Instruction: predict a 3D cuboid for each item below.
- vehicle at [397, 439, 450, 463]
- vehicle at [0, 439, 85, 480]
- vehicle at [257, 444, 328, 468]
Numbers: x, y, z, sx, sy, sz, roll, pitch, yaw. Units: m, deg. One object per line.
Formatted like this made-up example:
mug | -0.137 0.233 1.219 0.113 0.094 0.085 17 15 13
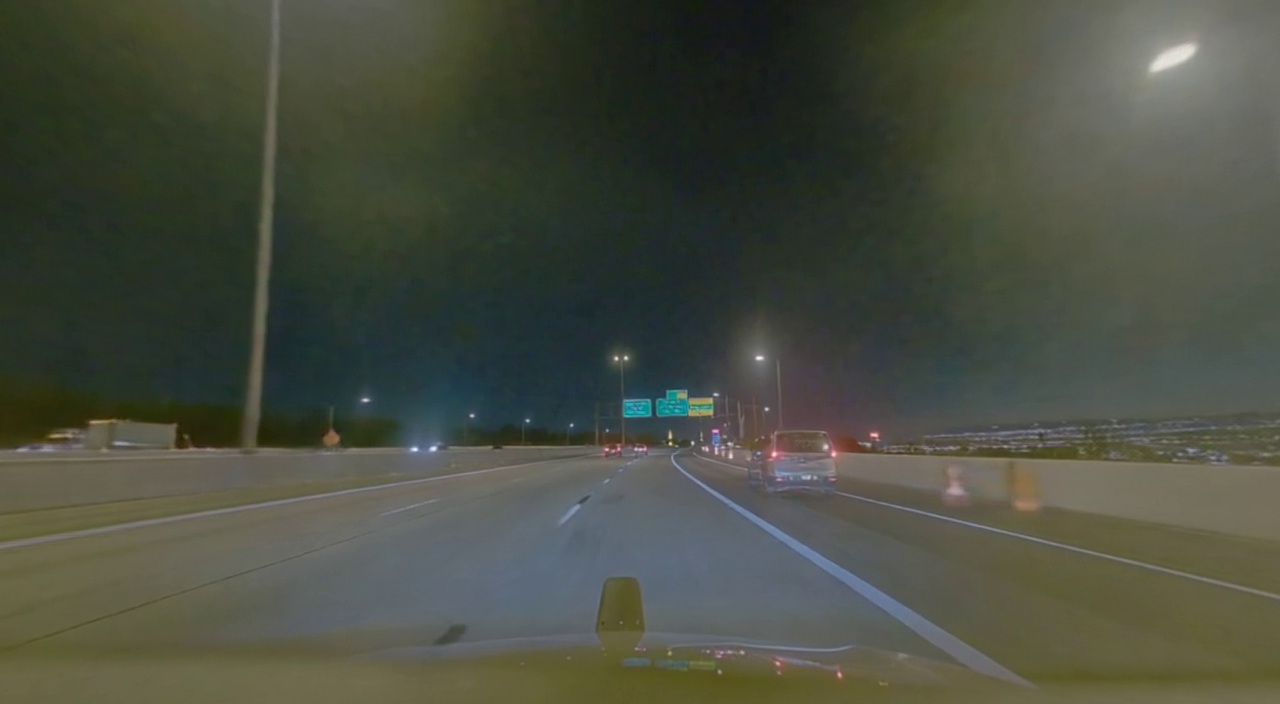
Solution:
vehicle | -15.653 7.178 45.790 2.081 1.656 4.819 0 -9 1
vehicle | -26.025 4.399 25.921 2.007 1.575 4.701 0 -9 1
vehicle | -22.826 6.846 41.551 1.907 1.520 4.645 0 -9 2
